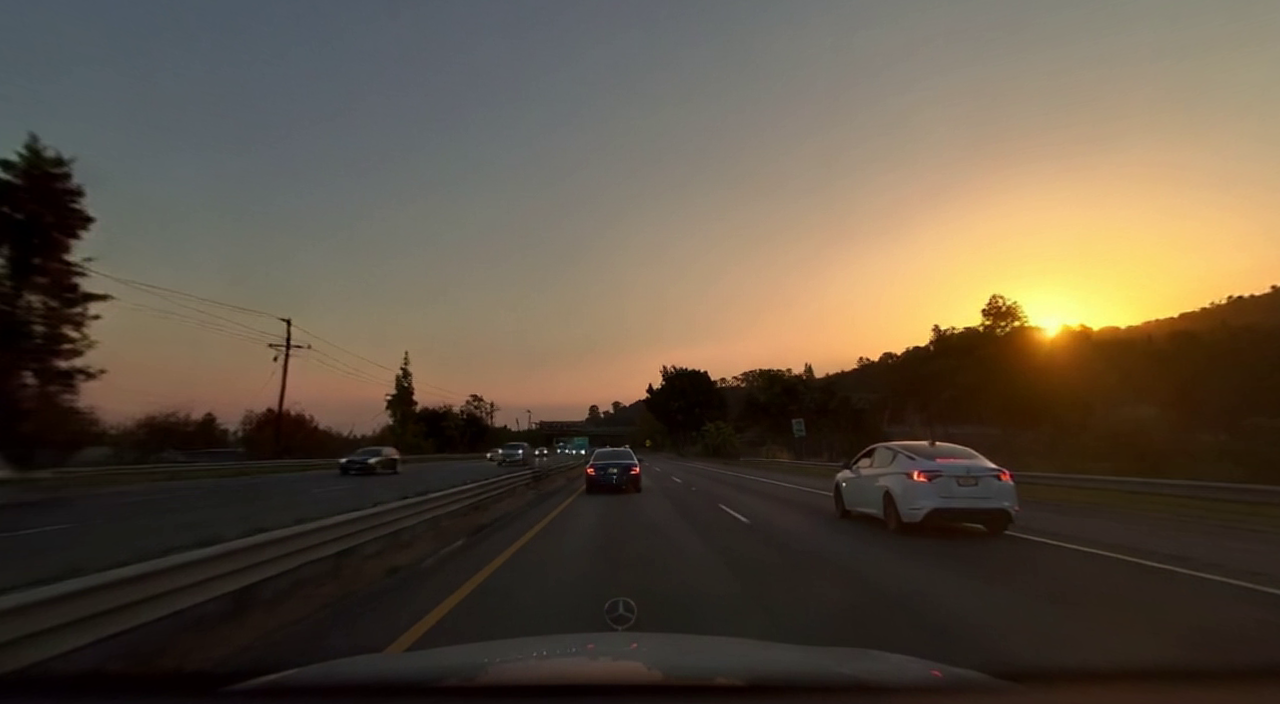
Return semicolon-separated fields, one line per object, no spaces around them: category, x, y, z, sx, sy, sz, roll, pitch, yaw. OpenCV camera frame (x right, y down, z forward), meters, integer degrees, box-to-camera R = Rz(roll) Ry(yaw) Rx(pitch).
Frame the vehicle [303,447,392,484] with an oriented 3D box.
vehicle;-12.691;4.934;27.538;1.919;1.502;4.134;0;-9;-1

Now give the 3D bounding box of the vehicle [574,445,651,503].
vehicle;-0.745;3.529;18.585;2.013;1.479;4.169;0;-9;-1

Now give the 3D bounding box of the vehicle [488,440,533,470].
vehicle;-8.863;7.125;43.352;2.126;1.921;5.104;0;-9;-1

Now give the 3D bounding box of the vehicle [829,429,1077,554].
vehicle;4.517;2.053;9.814;1.910;1.554;3.718;0;-9;-1

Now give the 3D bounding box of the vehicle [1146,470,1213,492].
vehicle;42.015;10.021;48.937;1.775;1.512;3.972;-1;-9;3
